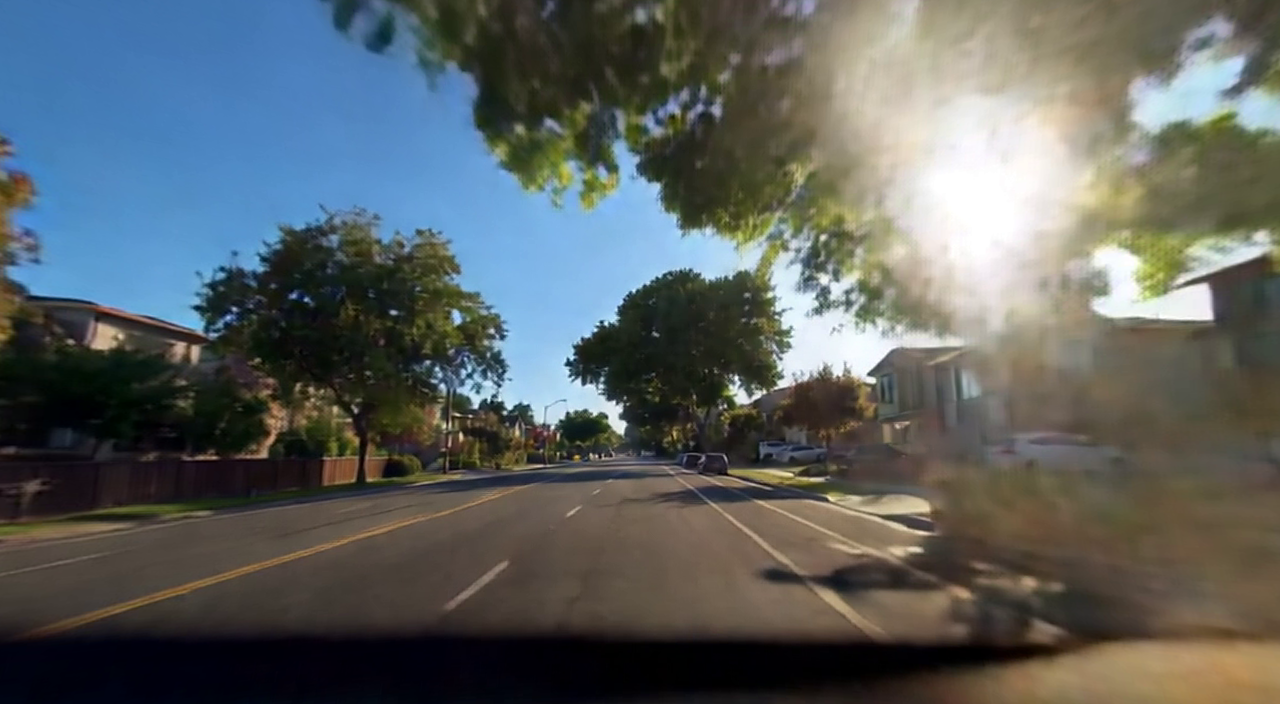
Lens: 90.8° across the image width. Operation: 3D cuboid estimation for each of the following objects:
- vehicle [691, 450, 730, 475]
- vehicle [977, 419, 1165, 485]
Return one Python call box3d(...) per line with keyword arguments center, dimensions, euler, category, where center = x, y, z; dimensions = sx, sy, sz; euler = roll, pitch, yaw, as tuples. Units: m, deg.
box3d(center=(4.748, 7.531, 43.135), dimensions=(1.971, 1.558, 4.895), euler=(0, -10, -1), category="vehicle")
box3d(center=(14.010, 3.237, 20.754), dimensions=(4.682, 1.956, 2.001), euler=(-1, -6, -2), category="vehicle")
